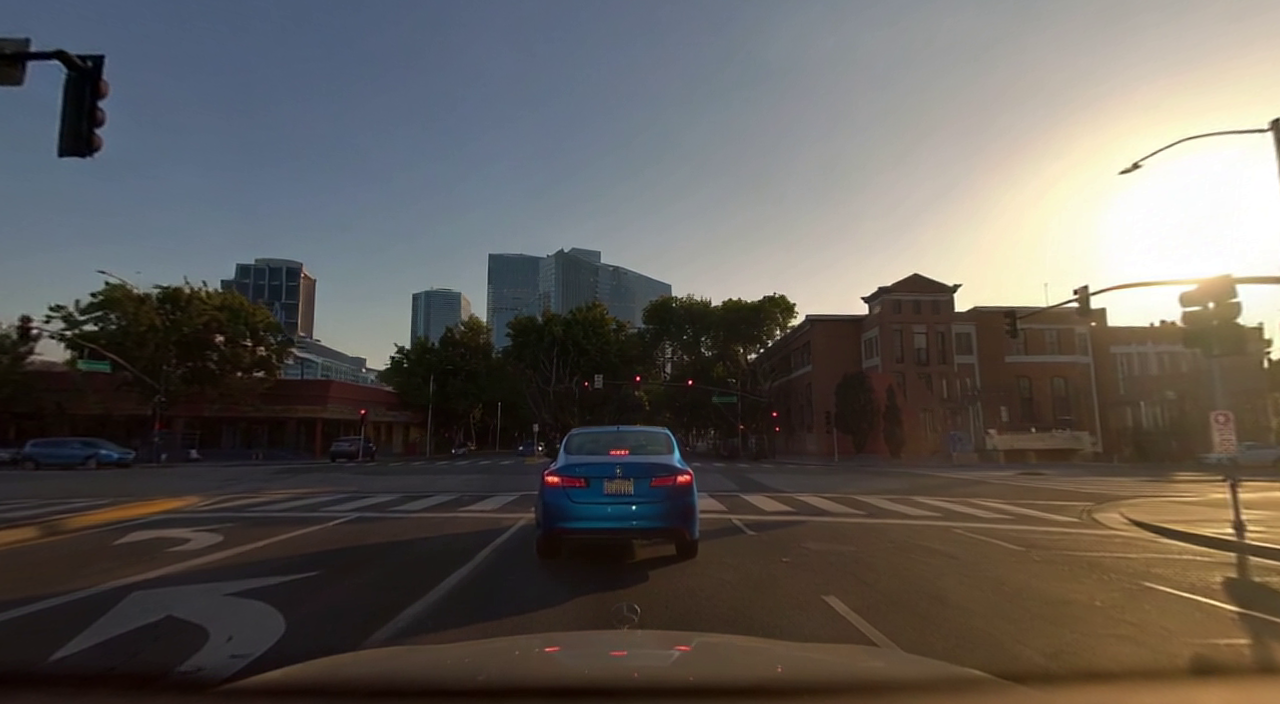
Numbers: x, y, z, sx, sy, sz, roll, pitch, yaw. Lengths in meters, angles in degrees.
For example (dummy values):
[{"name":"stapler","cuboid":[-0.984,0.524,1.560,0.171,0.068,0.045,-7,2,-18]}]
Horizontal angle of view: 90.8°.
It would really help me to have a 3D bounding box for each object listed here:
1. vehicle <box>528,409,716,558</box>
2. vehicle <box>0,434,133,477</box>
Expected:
[{"name":"vehicle","cuboid":[-0.235,1.742,9.002,2.066,1.618,3.922,0,-8,-1]},{"name":"vehicle","cuboid":[-25.232,4.453,27.210,4.912,1.731,2.022,0,-8,-1]}]
